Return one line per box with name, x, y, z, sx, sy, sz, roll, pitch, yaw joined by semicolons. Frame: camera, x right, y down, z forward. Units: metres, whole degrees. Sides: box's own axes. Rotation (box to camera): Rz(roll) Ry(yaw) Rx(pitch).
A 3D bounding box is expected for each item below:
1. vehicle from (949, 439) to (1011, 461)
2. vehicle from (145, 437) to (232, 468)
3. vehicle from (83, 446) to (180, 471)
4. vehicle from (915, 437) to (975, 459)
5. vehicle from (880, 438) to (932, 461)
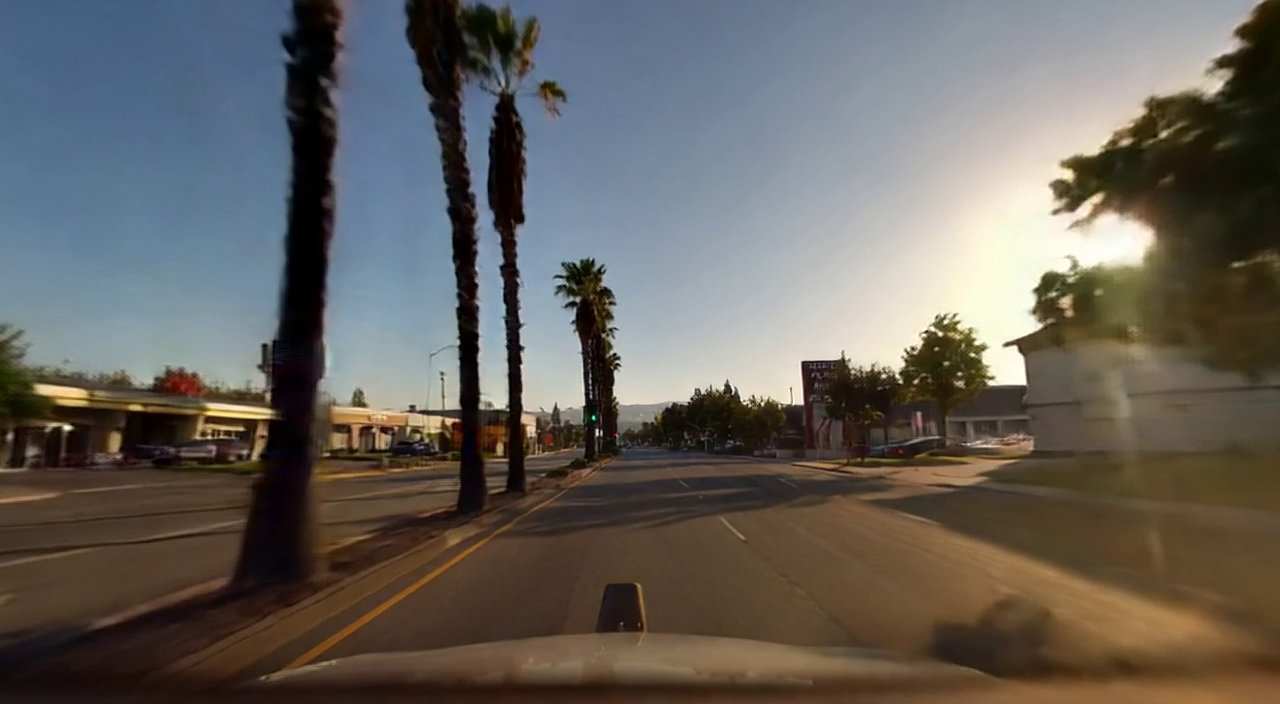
vehicle;24.116;6.954;44.978;1.956;1.517;4.088;0;-8;-2
vehicle;-31.691;7.060;44.440;4.437;2.070;2.023;0;-9;-1
vehicle;-31.581;6.610;39.310;4.351;1.430;1.858;0;-8;-2
vehicle;21.424;6.801;44.530;1.986;1.454;4.332;-1;-9;-1
vehicle;18.618;6.822;44.405;1.852;1.487;3.896;-1;-8;-2
